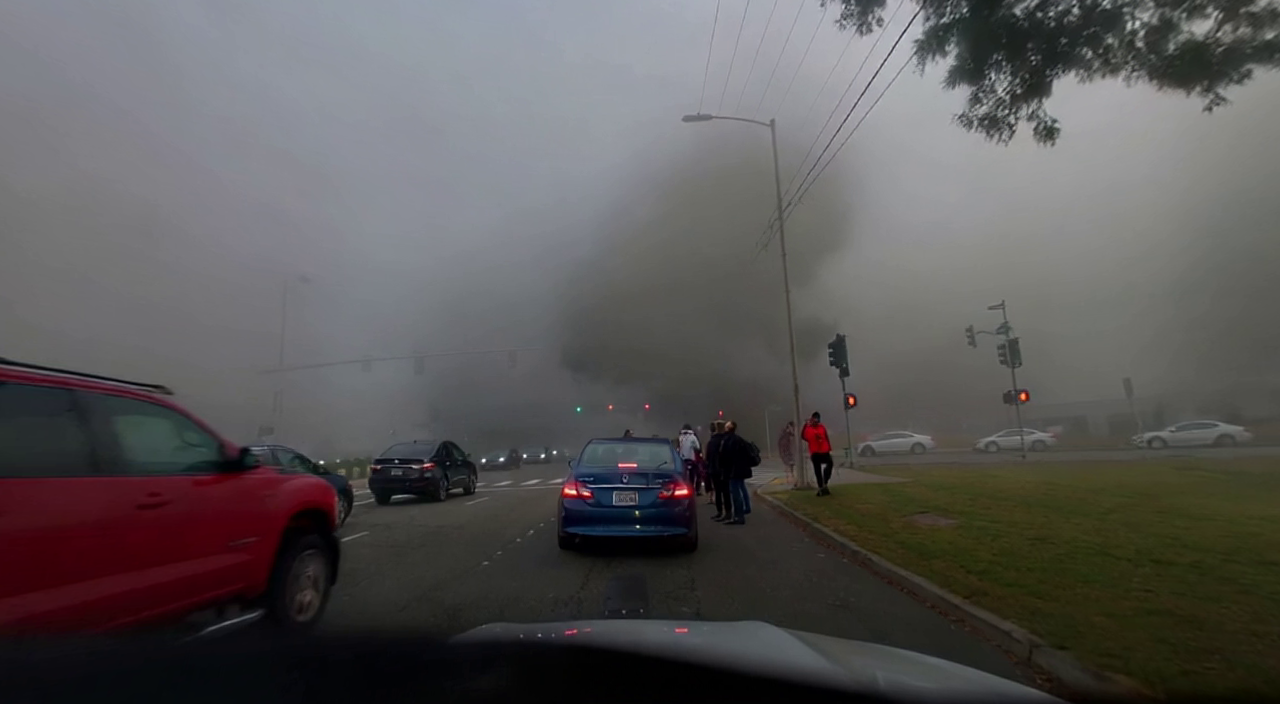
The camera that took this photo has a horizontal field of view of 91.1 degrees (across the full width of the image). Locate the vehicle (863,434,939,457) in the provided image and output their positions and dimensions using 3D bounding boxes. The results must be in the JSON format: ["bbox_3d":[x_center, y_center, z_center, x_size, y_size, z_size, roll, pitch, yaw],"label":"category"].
[{"bbox_3d":[17.509,6.262,42.120,4.441,1.452,1.798,-5,-10,30],"label":"vehicle"}]

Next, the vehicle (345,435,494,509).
[{"bbox_3d":[-6.132,3.406,18.347,2.230,1.811,5.183,-1,-9,3],"label":"vehicle"}]

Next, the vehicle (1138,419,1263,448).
[{"bbox_3d":[30.719,4.546,34.625,4.739,1.472,1.804,-5,-10,29],"label":"vehicle"}]

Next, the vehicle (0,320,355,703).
[{"bbox_3d":[-3.555,0.843,2.679,2.223,1.826,4.990,0,-9,1],"label":"vehicle"}]

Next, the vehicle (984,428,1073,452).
[{"bbox_3d":[23.851,5.454,38.706,4.454,1.440,1.816,-5,-10,30],"label":"vehicle"}]

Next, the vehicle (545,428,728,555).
[{"bbox_3d":[-0.031,1.992,9.632,2.182,1.501,4.150,0,-9,0],"label":"vehicle"}]
